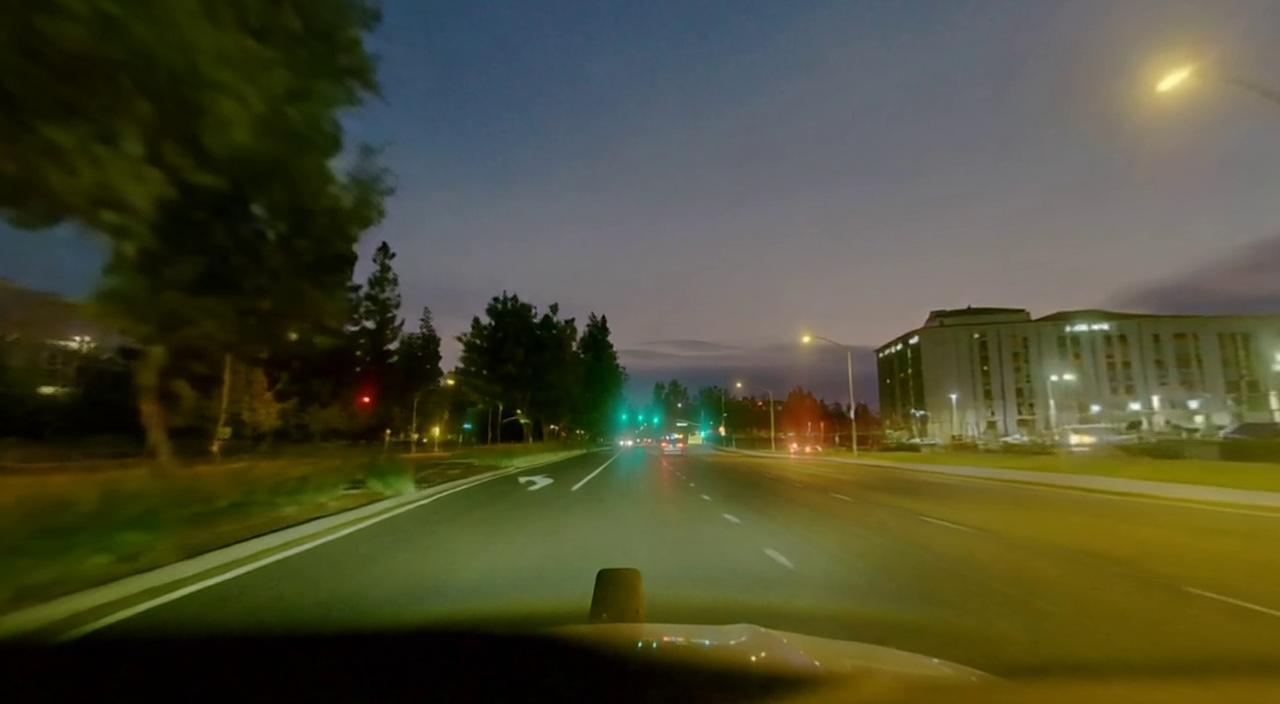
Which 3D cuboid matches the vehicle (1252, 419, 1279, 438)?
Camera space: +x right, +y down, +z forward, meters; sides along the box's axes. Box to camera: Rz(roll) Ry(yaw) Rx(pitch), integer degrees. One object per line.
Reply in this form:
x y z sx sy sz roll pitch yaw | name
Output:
49.393 5.998 49.327 1.864 1.390 4.393 -8 -11 39 | vehicle
